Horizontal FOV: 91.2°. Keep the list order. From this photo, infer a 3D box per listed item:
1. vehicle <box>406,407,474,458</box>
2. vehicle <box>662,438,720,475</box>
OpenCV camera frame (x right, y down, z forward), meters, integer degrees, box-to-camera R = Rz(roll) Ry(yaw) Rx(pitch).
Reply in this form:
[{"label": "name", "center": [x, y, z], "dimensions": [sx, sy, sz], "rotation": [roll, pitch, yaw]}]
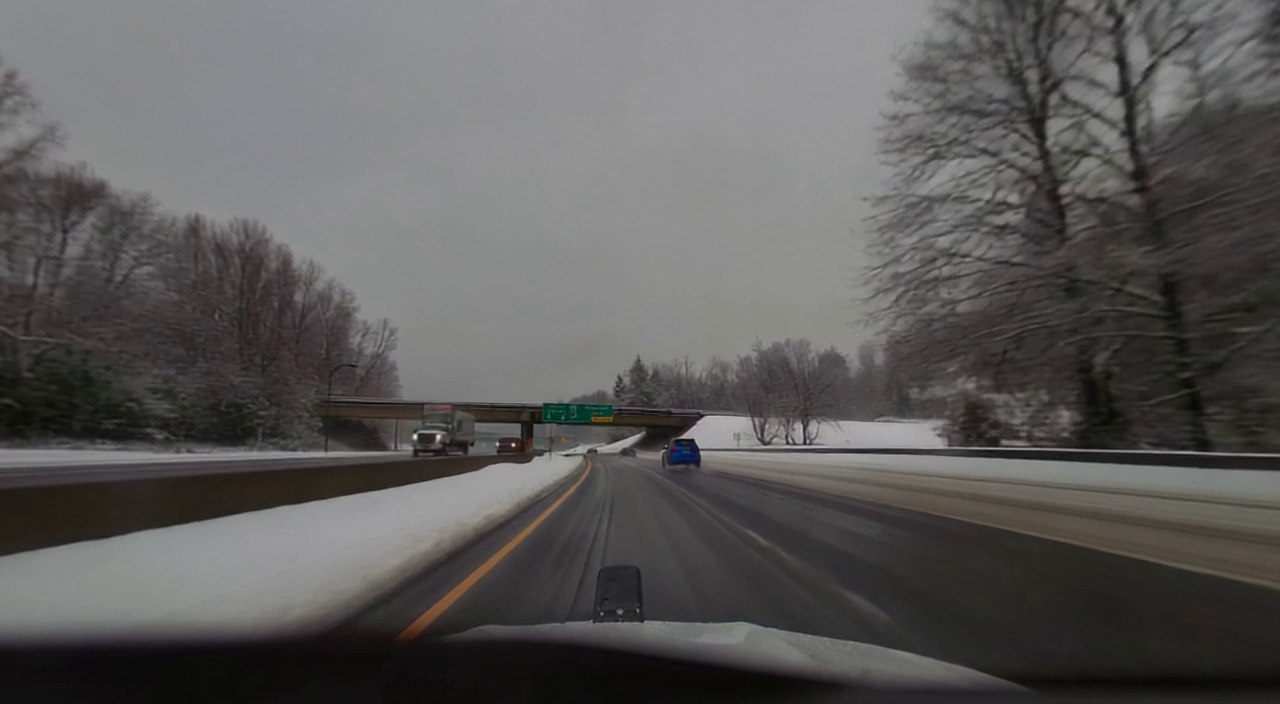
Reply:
[{"label": "vehicle", "center": [-15.479, 6.442, 49.317], "dimensions": [2.932, 3.621, 8.904], "rotation": [0, -9, -4]}, {"label": "vehicle", "center": [2.401, 5.138, 30.921], "dimensions": [2.337, 1.633, 4.222], "rotation": [0, -9, -2]}]
